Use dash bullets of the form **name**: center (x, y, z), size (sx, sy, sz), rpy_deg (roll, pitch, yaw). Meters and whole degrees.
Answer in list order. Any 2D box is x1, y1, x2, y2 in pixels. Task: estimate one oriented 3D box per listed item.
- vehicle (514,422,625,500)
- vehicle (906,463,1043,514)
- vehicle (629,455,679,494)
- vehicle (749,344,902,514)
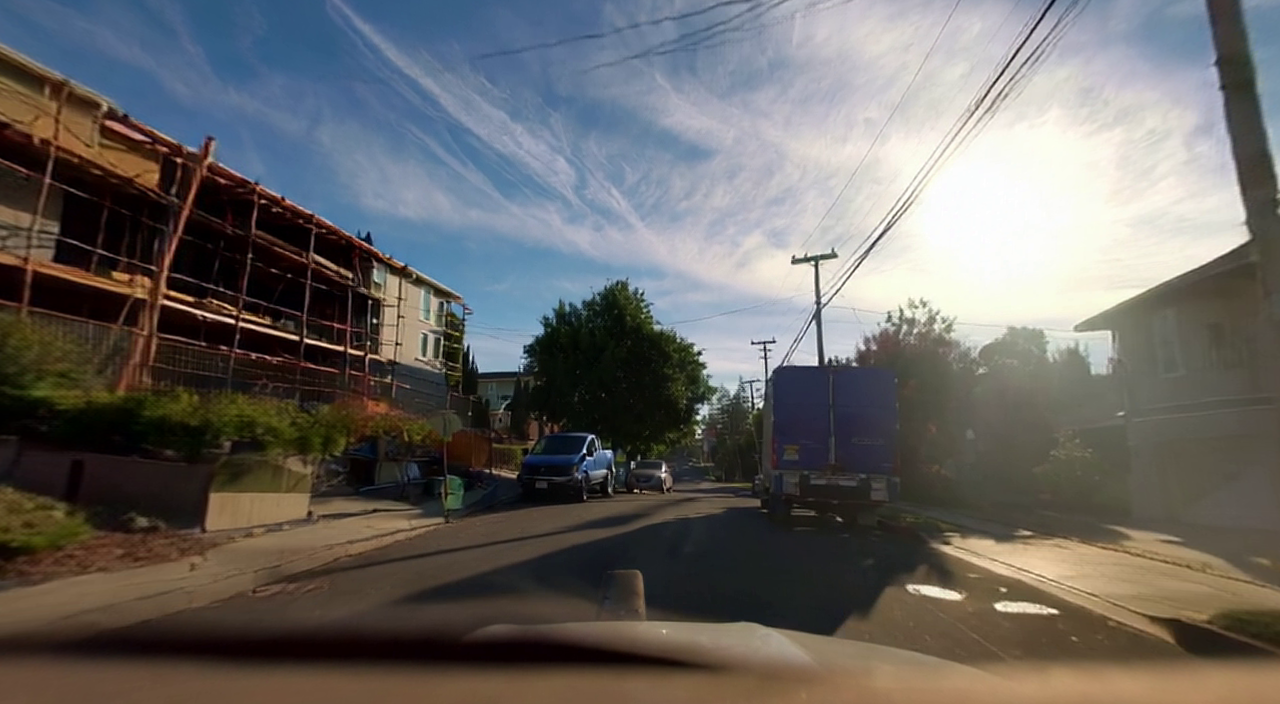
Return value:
- **vehicle**: center (-1.978, 3.193, 19.260), size (2.171, 1.910, 4.789), rpy_deg (-2, -5, 9)
- **vehicle**: center (15.590, 6.359, 29.659), size (5.321, 1.857, 1.976), rpy_deg (-1, -4, 15)
- **vehicle**: center (0.916, 6.864, 35.667), size (2.257, 1.916, 5.089), rpy_deg (-1, -9, 8)
- **vehicle**: center (5.008, 2.585, 19.215), size (2.915, 3.793, 9.963), rpy_deg (0, -10, 7)
